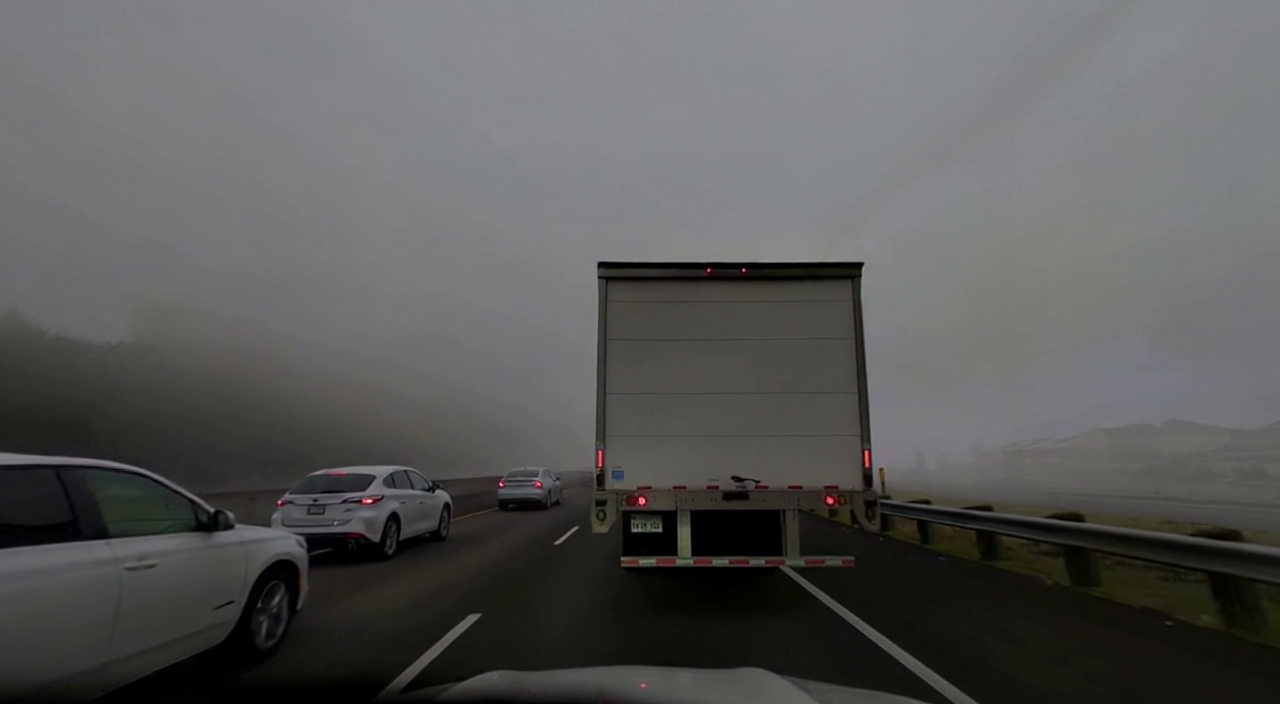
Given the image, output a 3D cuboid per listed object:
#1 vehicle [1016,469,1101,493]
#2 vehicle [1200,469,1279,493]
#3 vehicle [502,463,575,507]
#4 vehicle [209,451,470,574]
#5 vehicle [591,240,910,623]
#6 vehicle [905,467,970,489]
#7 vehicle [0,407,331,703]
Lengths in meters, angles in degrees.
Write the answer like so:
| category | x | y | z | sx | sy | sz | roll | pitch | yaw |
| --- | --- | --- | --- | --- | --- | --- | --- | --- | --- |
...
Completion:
| category | x | y | z | sx | sy | sz | roll | pitch | yaw |
| --- | --- | --- | --- | --- | --- | --- | --- | --- | --- |
| vehicle | 27.893 | 8.584 | 42.158 | 4.299 | 1.465 | 1.807 | -3 | -11 | 19 |
| vehicle | 38.864 | 8.278 | 40.458 | 3.974 | 1.485 | 1.709 | 0 | -11 | 3 |
| vehicle | -3.724 | 5.001 | 23.967 | 1.964 | 1.482 | 4.371 | 0 | -11 | 1 |
| vehicle | -4.303 | 2.389 | 10.020 | 1.946 | 1.469 | 4.431 | 1 | -11 | 0 |
| vehicle | 0.904 | 1.447 | 10.159 | 2.831 | 3.529 | 8.689 | 1 | -11 | -1 |
| vehicle | 22.030 | 9.297 | 46.658 | 4.107 | 1.485 | 1.796 | -6 | -13 | 32 |
| vehicle | -3.482 | 0.995 | 2.575 | 1.983 | 1.509 | 4.679 | 0 | -11 | 1 |
